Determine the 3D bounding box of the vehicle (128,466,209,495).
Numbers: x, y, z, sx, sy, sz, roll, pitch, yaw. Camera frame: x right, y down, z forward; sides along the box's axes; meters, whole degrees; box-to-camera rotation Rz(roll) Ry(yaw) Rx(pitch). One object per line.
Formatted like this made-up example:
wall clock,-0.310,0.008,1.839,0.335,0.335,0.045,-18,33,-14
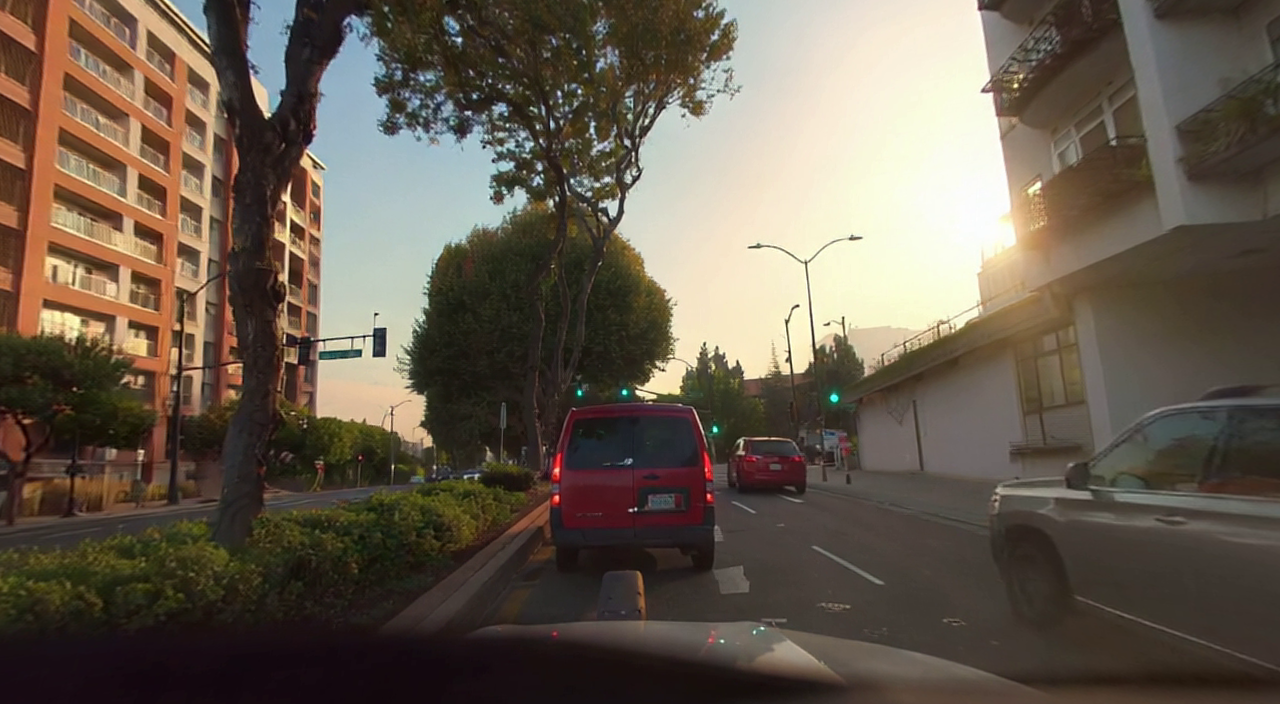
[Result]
vehicle,-33.239,9.073,44.507,4.292,1.492,1.772,-6,-14,-1

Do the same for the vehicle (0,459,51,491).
vehicle,-35.550,6.832,35.143,3.843,1.680,1.782,-1,-9,6

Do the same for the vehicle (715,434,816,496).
vehicle,3.750,3.479,19.785,2.061,1.676,4.734,0,-9,-2

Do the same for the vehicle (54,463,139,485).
vehicle,-38.403,8.631,44.625,4.396,1.458,1.809,-1,-9,2

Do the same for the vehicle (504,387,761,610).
vehicle,-0.050,1.528,7.408,2.101,1.828,4.270,0,-9,0

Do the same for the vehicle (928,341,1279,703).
vehicle,3.794,1.000,3.765,2.157,1.748,4.130,0,-9,0
